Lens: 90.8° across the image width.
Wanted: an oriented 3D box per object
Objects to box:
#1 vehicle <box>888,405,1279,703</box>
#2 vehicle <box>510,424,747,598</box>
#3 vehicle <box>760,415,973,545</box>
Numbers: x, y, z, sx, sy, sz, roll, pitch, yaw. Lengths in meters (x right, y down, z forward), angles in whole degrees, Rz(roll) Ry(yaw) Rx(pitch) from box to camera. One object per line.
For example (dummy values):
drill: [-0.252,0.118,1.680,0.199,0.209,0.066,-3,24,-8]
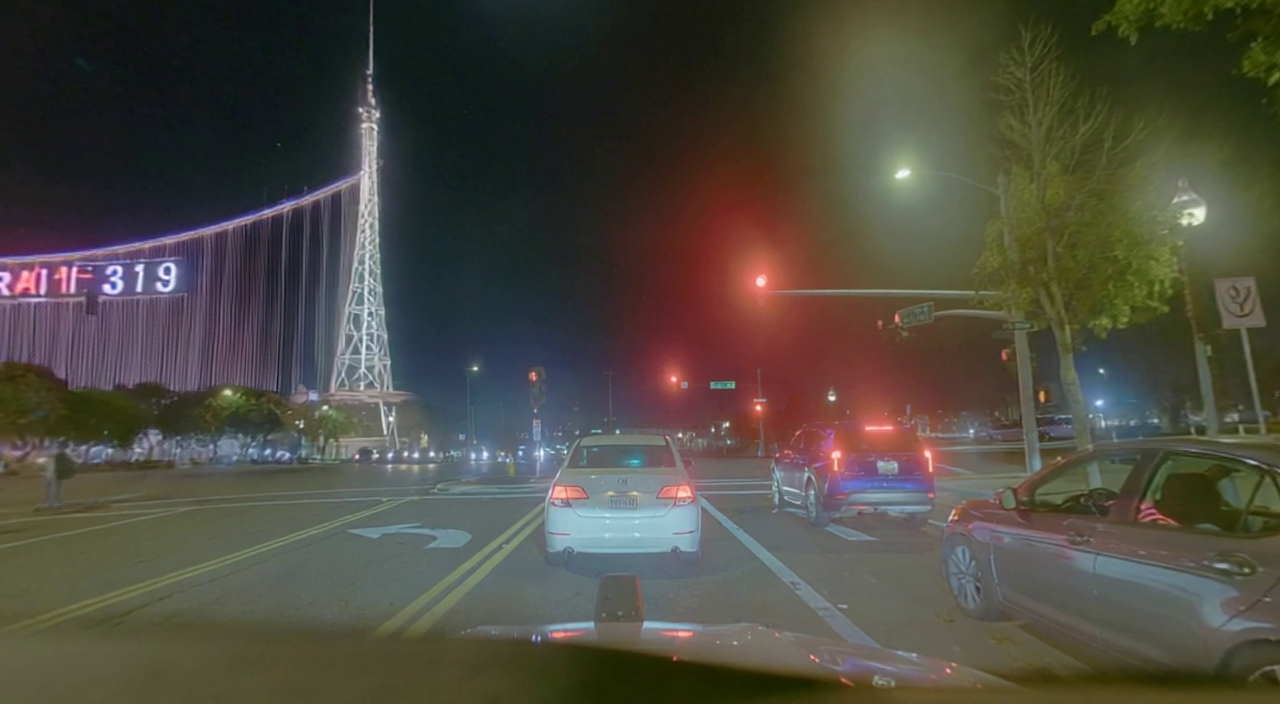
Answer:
vehicle: [3.375,1.175,3.995,1.833,1.465,4.258,0,-8,-1]
vehicle: [-0.103,1.694,7.537,2.096,1.521,3.747,0,-8,0]
vehicle: [3.513,2.078,10.939,1.978,1.738,4.599,0,-8,0]
